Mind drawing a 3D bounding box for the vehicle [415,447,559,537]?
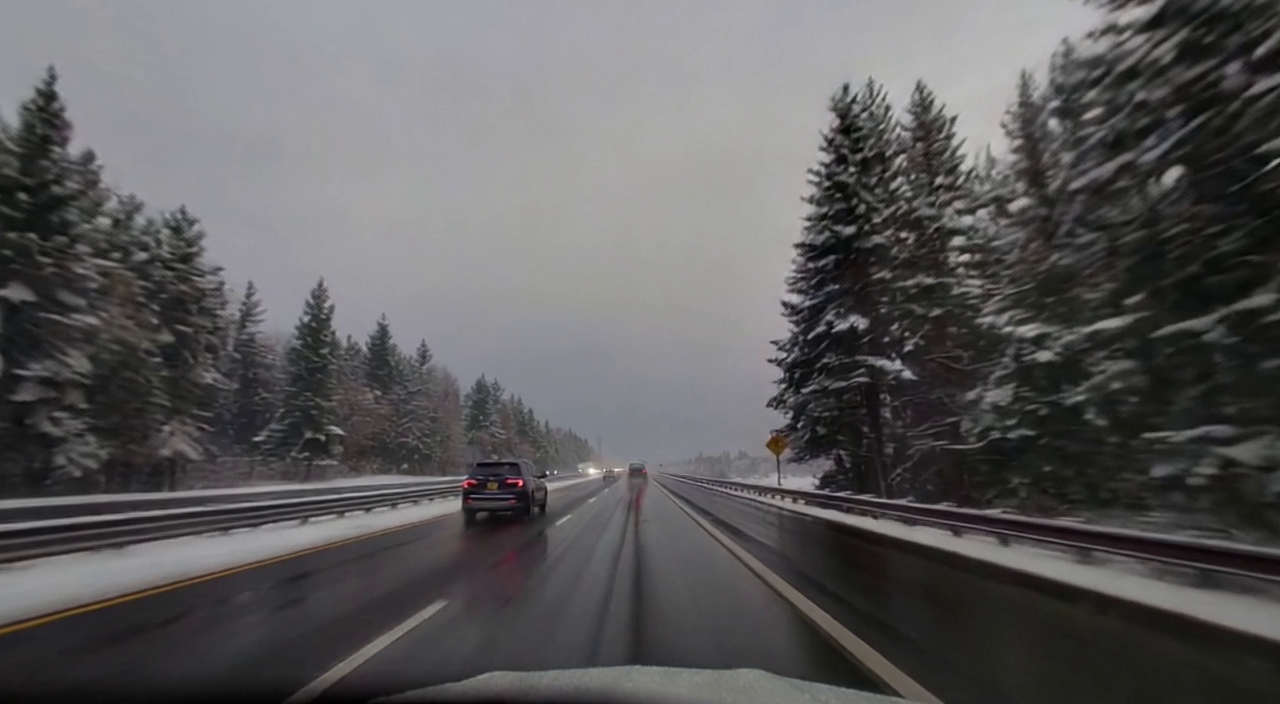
[{"bbox_3d":[-3.266,3.144,14.517,2.124,1.705,4.440,1,-11,1],"label":"vehicle"}]
